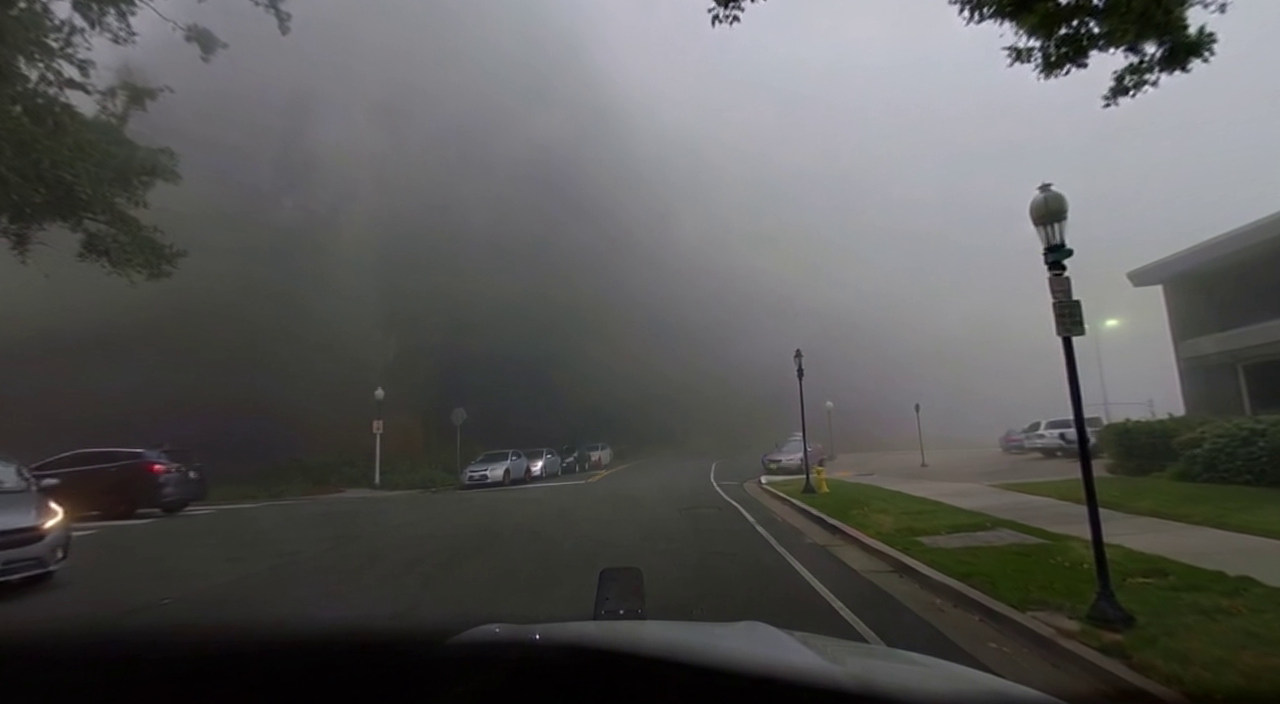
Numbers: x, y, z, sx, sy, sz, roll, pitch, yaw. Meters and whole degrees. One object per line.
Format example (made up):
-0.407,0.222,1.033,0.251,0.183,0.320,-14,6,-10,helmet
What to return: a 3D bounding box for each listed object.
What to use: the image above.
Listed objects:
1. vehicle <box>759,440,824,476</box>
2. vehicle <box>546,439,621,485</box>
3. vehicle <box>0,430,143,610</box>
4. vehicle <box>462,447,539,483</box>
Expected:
6.715,4.743,28.544,1.918,1.461,4.419,0,-9,1,vehicle
-2.131,4.341,25.311,2.110,1.651,4.410,-1,-9,7,vehicle
-7.641,1.695,6.815,4.141,1.620,1.876,-5,-10,27,vehicle
-6.047,4.942,27.947,1.968,1.443,4.358,-1,-9,6,vehicle
